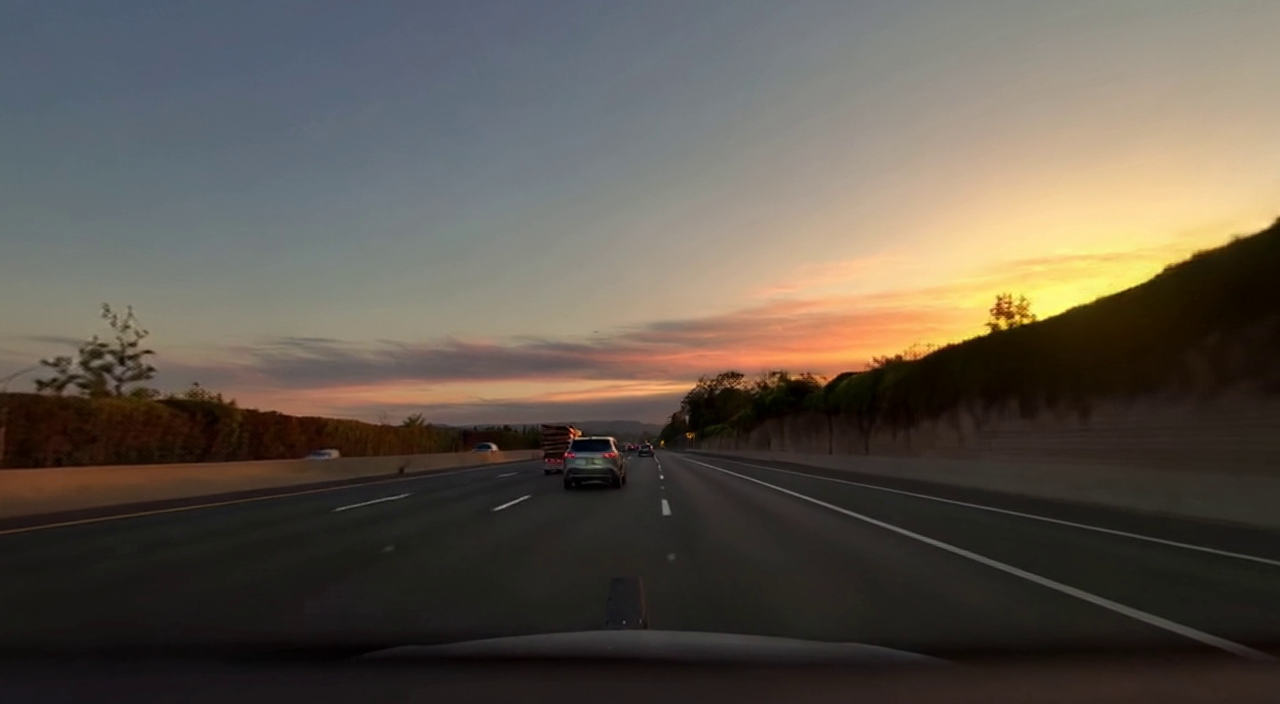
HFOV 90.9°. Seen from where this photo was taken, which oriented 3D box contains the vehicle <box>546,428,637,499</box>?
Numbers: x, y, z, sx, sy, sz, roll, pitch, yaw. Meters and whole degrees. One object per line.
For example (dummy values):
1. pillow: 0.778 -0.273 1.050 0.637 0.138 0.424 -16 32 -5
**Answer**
1. vehicle: -1.251 3.191 18.369 2.114 1.787 4.365 -1 -8 2
